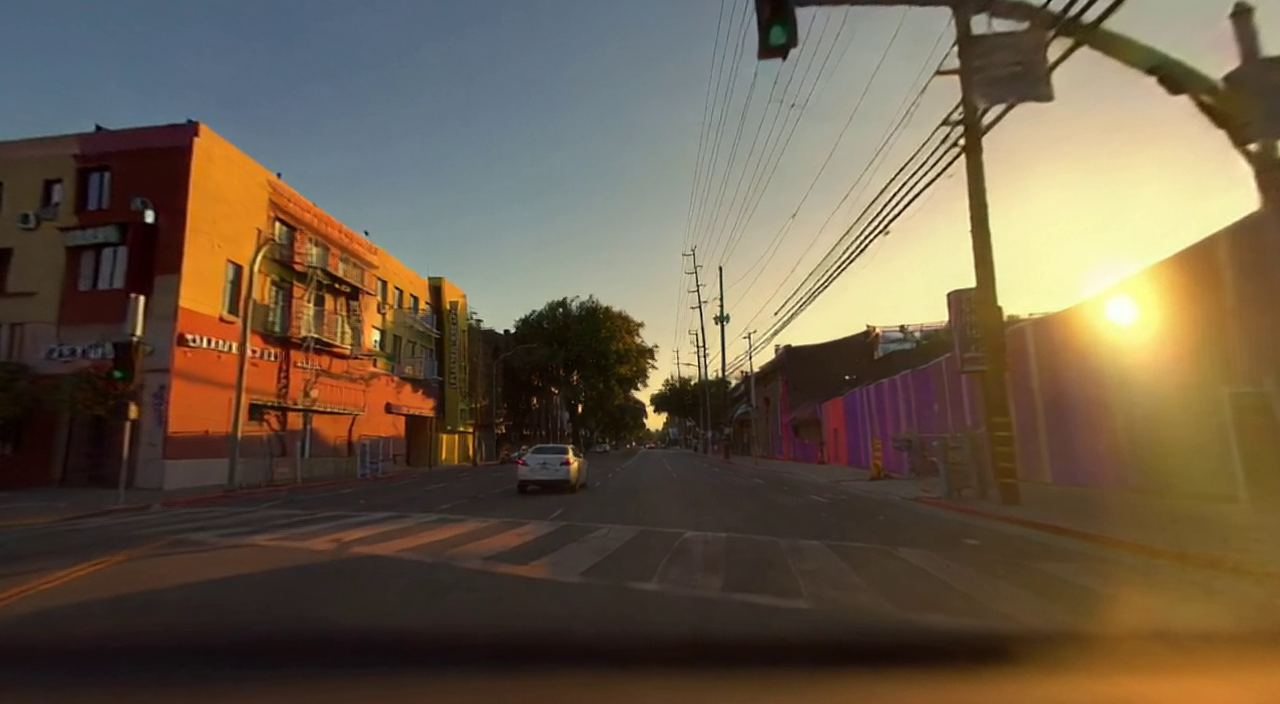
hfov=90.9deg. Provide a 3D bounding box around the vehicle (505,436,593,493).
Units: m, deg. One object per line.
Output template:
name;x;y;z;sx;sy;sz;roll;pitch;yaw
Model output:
vehicle;-2.745;3.538;20.199;2.036;1.589;4.549;-1;-9;2
